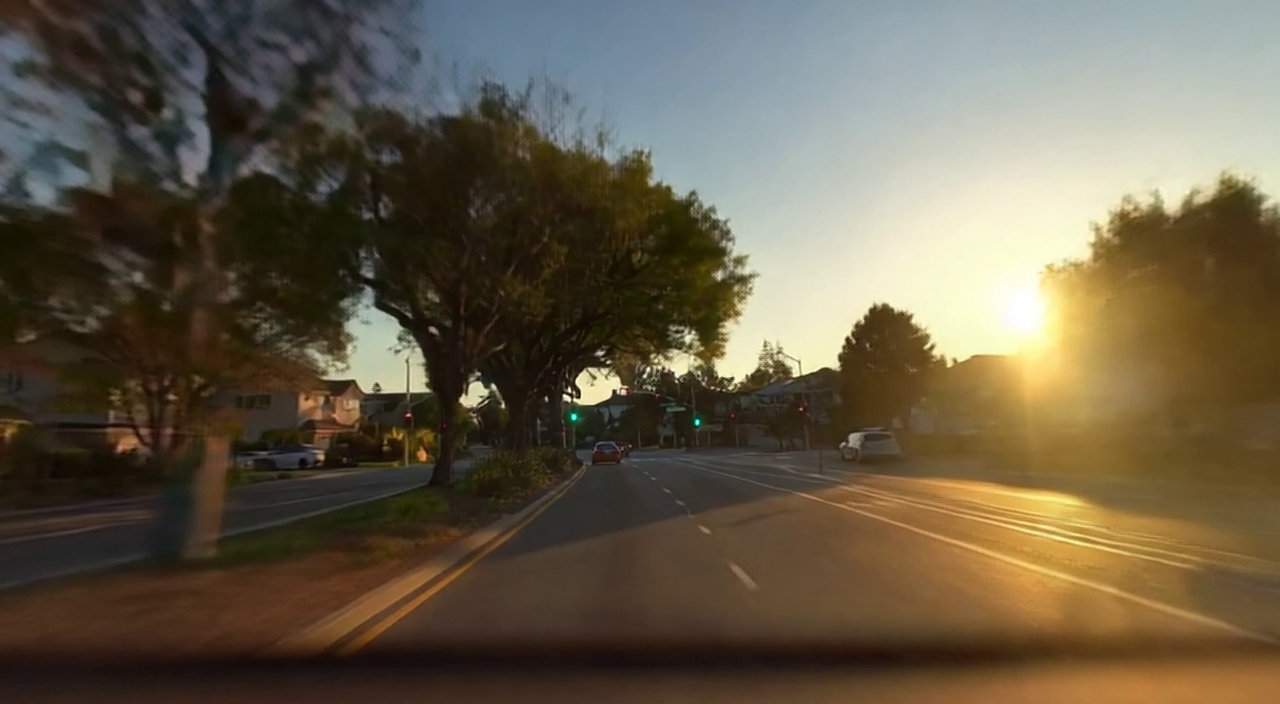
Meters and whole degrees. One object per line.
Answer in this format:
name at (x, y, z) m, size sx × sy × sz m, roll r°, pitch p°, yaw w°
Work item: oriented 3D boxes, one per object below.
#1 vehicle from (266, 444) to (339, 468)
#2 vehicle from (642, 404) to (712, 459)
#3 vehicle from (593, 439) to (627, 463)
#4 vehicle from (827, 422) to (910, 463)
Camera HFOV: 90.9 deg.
vehicle at (-25.049, 7.727, 46.943) m, size 4.348 × 1.653 × 1.948 m, roll 1°, pitch -9°, yaw -12°
vehicle at (2.221, 5.731, 44.259) m, size 3.037 × 3.261 × 12.926 m, roll 0°, pitch -8°, yaw -5°
vehicle at (-1.974, 6.393, 40.946) m, size 2.113 × 1.462 × 4.203 m, roll 0°, pitch -8°, yaw -4°
vehicle at (10.846, 4.372, 30.428) m, size 2.145 × 1.795 × 4.992 m, roll 0°, pitch -8°, yaw 0°
